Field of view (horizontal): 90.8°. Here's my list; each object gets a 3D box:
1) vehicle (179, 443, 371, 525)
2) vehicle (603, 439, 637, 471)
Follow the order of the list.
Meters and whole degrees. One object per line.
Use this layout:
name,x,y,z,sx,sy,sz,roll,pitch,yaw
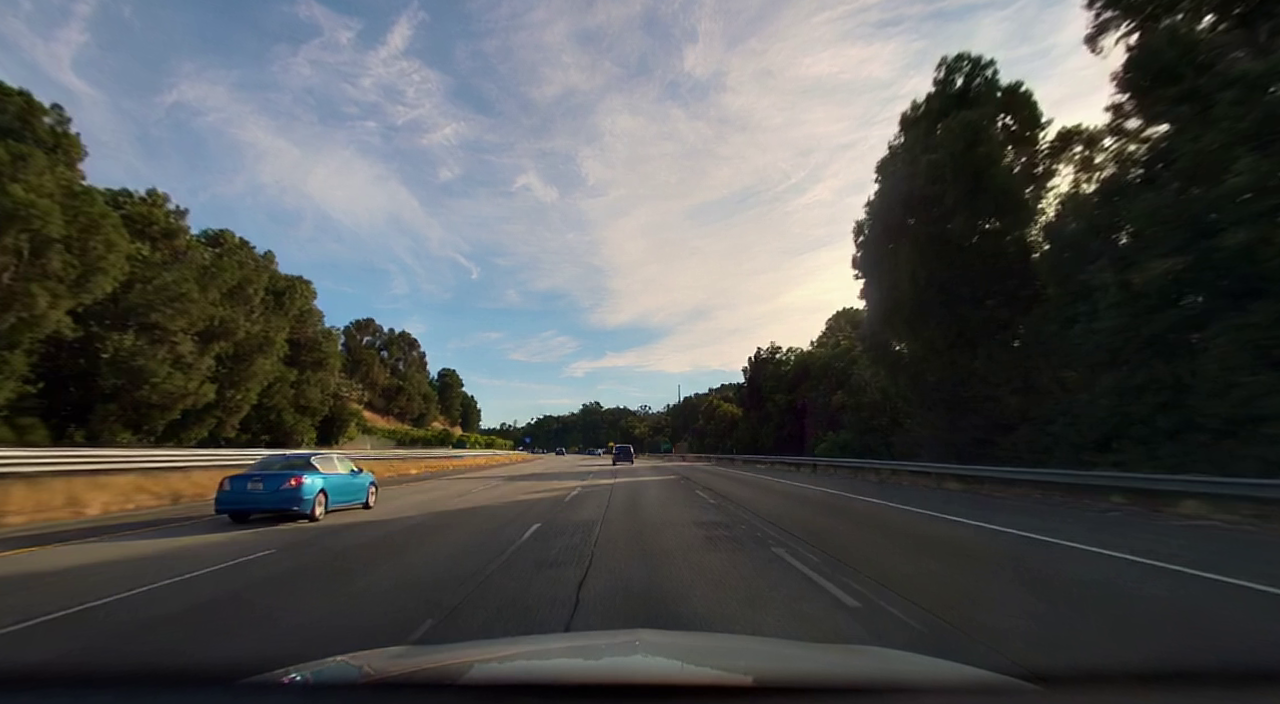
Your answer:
vehicle,-7.557,2.730,13.616,1.915,1.479,3.843,0,-9,-2
vehicle,-1.290,6.391,39.451,1.990,1.878,4.079,0,-9,-3
